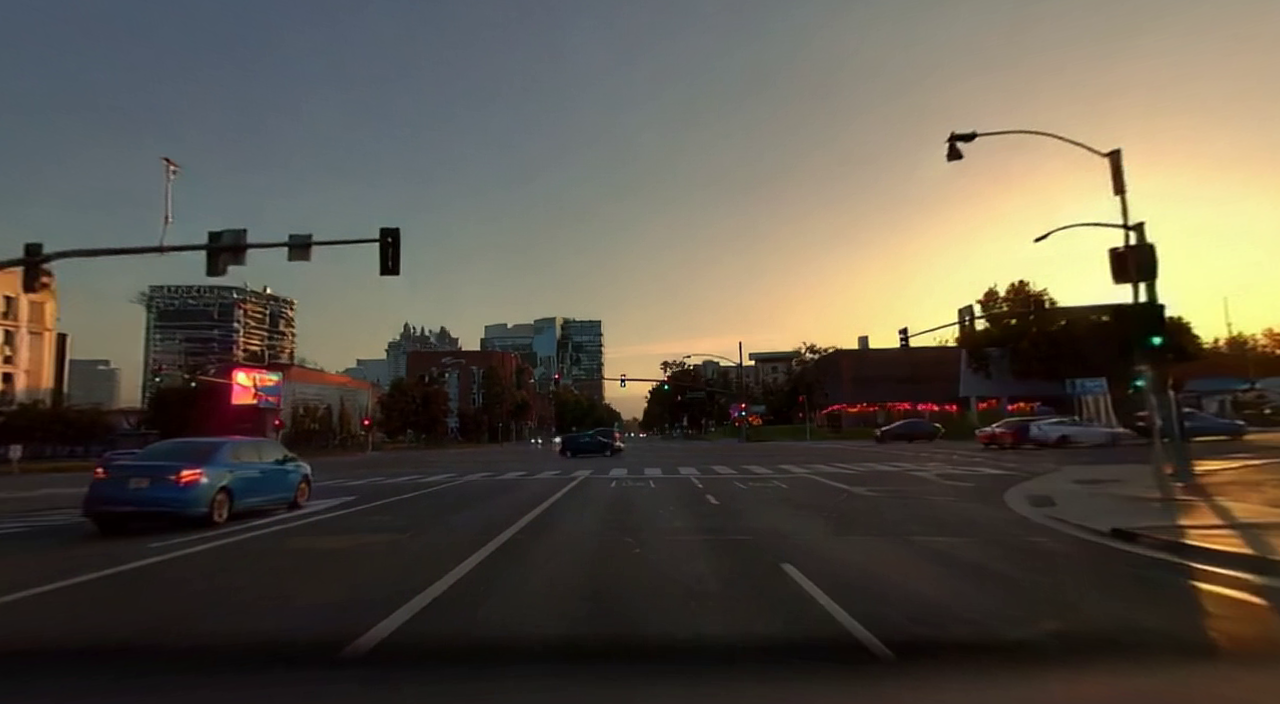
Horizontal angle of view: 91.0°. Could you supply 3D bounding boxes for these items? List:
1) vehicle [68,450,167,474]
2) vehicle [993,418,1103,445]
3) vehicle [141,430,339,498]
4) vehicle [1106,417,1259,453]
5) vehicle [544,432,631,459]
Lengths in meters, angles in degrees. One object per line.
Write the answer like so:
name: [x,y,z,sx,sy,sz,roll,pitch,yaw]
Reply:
vehicle: [-34.280,7.219,41.360,4.805,1.494,2.112,-1,-8,5]
vehicle: [22.278,4.385,34.516,4.647,1.428,1.825,-1,-8,4]
vehicle: [-9.862,2.797,16.148,1.899,1.460,4.880,0,-8,0]
vehicle: [23.844,3.681,27.797,4.885,1.503,1.845,-1,-8,3]
vehicle: [-2.970,5.419,36.408,4.775,1.466,1.850,-1,-8,5]
